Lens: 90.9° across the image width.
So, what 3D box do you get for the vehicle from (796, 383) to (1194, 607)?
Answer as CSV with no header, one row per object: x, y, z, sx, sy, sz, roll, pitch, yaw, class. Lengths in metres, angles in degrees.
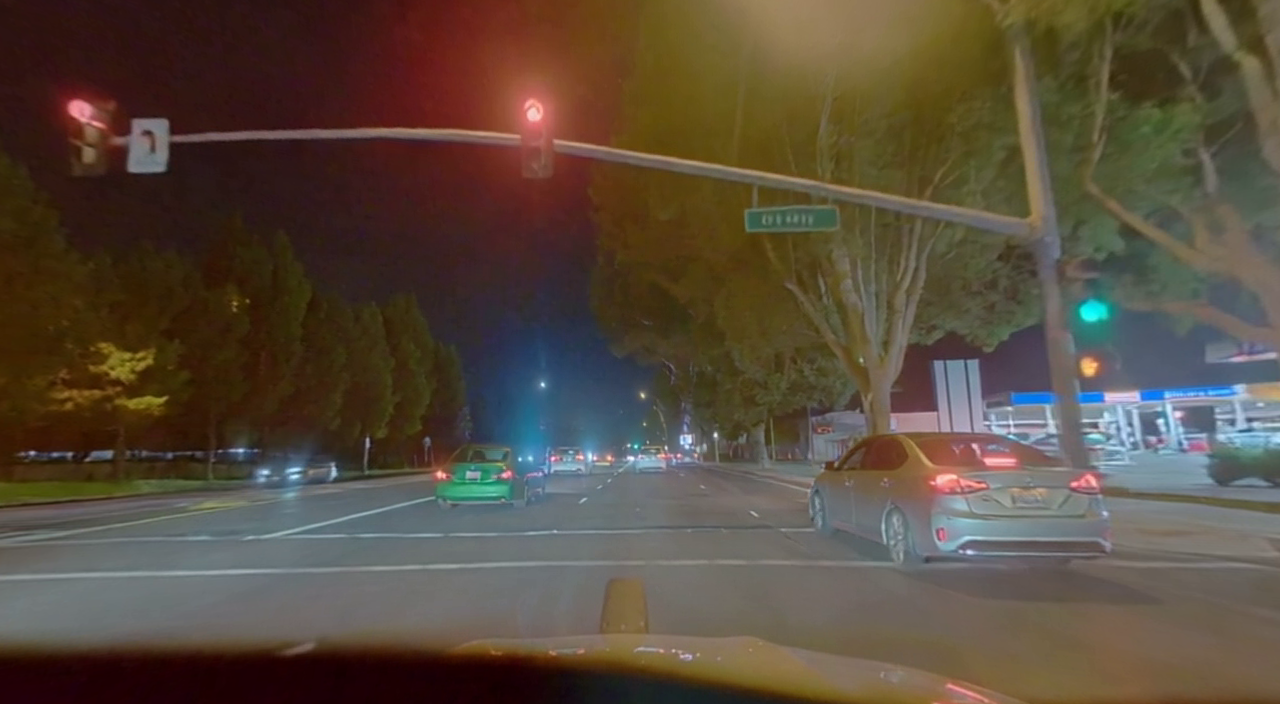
3.469,1.499,7.482,1.992,1.805,4.549,0,-8,-1,vehicle

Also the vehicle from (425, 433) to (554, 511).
-3.618,2.976,16.186,2.023,1.687,4.874,0,-8,1,vehicle

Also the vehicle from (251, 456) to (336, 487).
-18.143,6.245,33.255,1.858,1.460,4.447,-1,-8,1,vehicle

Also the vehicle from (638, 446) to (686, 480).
0.926,5.028,28.857,1.994,1.433,3.894,0,-8,-1,vehicle

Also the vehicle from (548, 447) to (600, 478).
-3.247,5.512,31.847,1.995,1.436,4.500,-1,-8,2,vehicle

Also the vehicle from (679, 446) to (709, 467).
4.038,7.877,47.809,1.920,1.479,4.548,0,-8,0,vehicle

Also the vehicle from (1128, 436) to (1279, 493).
17.714,3.313,18.962,2.081,1.482,4.860,0,-8,-1,vehicle
